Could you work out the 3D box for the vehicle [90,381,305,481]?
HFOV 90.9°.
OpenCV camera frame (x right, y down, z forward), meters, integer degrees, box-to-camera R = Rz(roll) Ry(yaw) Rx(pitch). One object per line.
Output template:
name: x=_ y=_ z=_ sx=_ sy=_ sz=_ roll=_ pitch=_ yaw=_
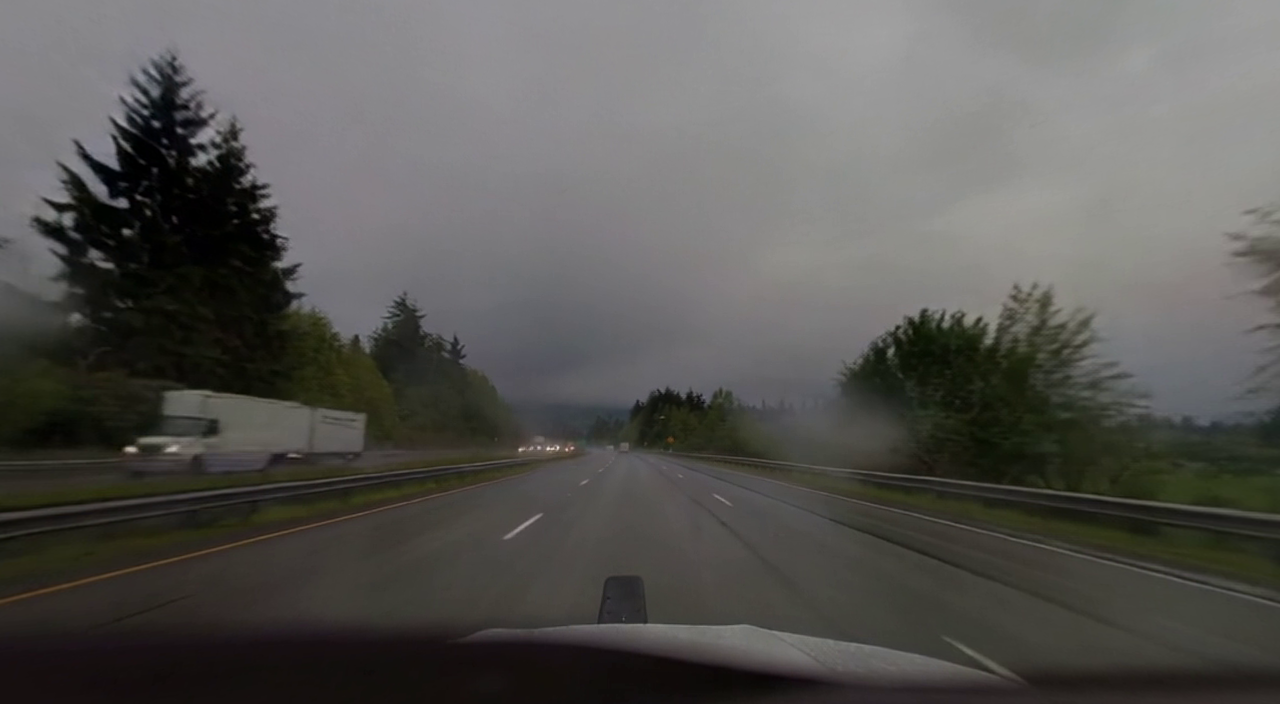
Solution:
vehicle: x=-16.151 y=3.082 z=23.910 sx=2.828 sy=3.195 sz=7.192 roll=0 pitch=-9 yaw=0
